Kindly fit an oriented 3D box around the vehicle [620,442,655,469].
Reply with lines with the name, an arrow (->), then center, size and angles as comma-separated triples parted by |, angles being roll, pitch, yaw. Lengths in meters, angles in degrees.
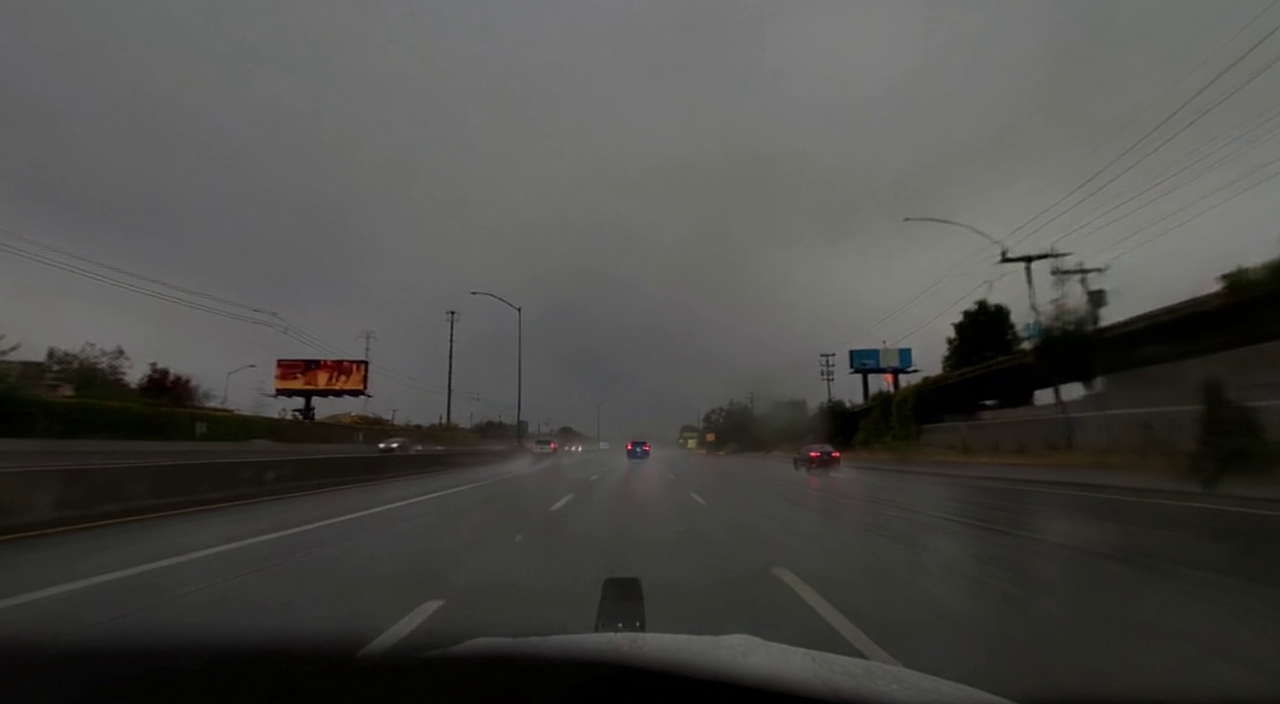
vehicle -> -0.174, 6.434, 39.464 | 2.074, 1.574, 3.971 | 0, -8, -1
